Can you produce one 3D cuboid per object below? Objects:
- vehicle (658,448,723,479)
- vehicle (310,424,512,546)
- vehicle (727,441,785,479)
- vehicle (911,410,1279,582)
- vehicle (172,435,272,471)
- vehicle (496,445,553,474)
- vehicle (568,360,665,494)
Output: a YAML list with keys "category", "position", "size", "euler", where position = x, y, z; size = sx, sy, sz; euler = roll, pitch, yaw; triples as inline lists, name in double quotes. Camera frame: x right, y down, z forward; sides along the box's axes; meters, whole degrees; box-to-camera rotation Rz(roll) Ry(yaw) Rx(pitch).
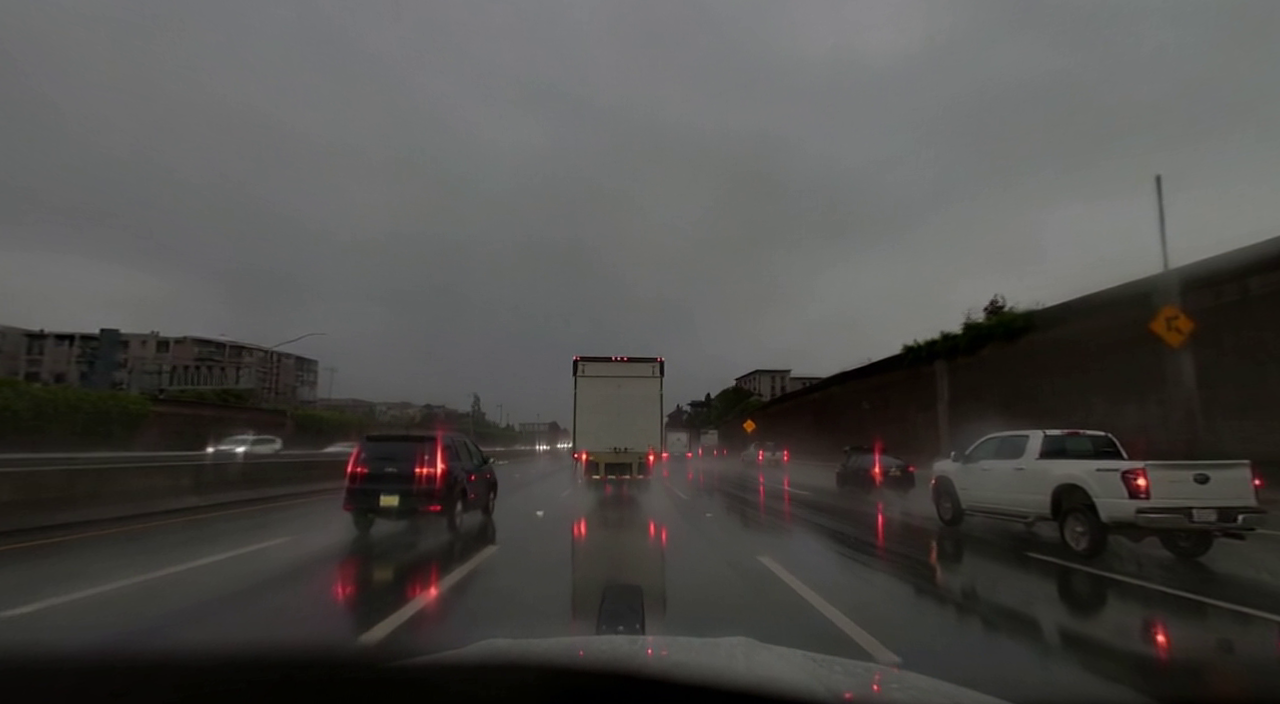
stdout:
- category: "vehicle"
  position: [2.615, 6.257, 35.885]
  size: [3.009, 1.501, 8.887]
  euler: [0, -9, 0]
- category: "vehicle"
  position: [-3.542, 2.127, 10.735]
  size: [1.946, 1.641, 4.105]
  euler: [0, -9, -1]
- category: "vehicle"
  position: [6.203, 5.815, 34.301]
  size: [2.070, 1.888, 4.546]
  euler: [0, -9, -2]
- category: "vehicle"
  position: [6.170, 1.844, 9.033]
  size: [2.188, 1.731, 5.031]
  euler: [0, -9, -2]
- category: "vehicle"
  position: [-19.665, 4.773, 29.965]
  size: [1.857, 1.550, 4.200]
  euler: [0, -9, -1]
- category: "vehicle"
  position: [-6.257, 5.898, 34.876]
  size: [1.973, 1.471, 4.779]
  euler: [-1, -9, 4]
- category: "vehicle"
  position: [-0.750, 3.053, 24.478]
  size: [2.906, 4.040, 10.743]
  euler: [0, -9, 0]
